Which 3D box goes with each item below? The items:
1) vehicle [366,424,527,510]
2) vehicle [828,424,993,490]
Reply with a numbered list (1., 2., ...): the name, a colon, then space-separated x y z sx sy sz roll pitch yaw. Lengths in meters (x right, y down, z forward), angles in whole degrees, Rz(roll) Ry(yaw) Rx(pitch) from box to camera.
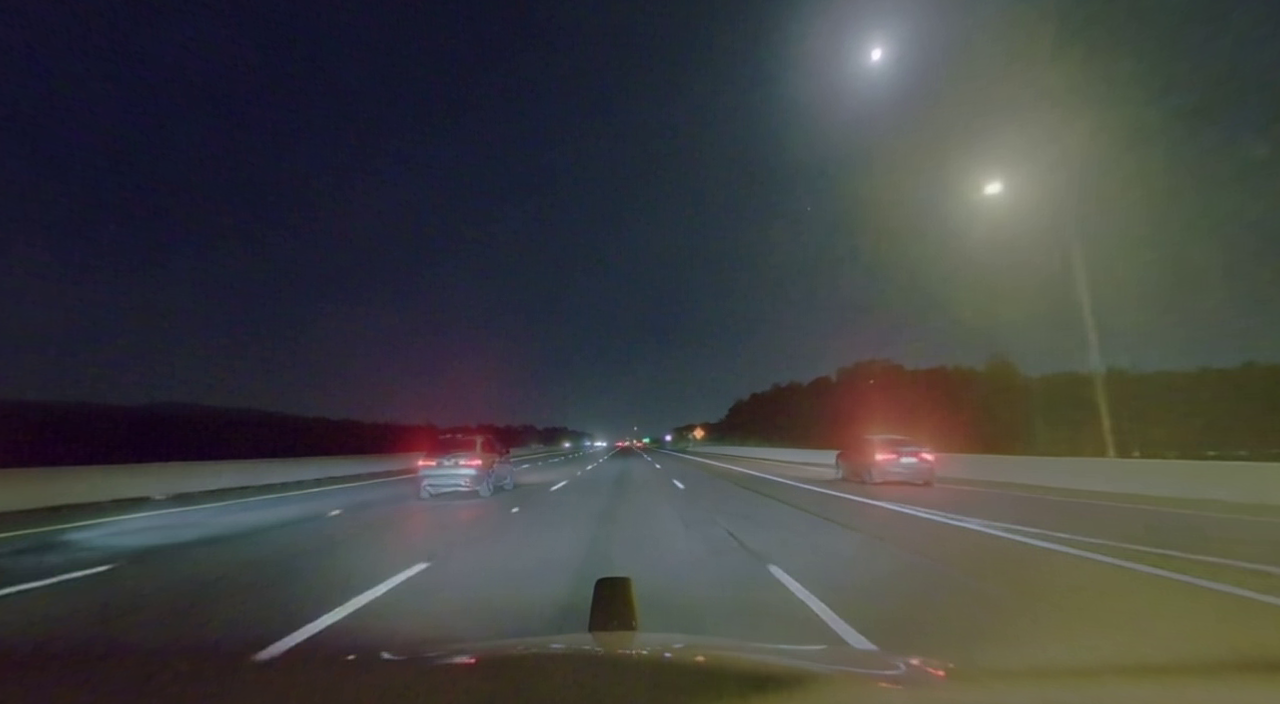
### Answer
1. vehicle: -4.258 2.609 14.934 2.200 1.662 5.091 0 -8 0
2. vehicle: 7.575 2.988 18.348 2.136 1.641 4.964 1 -8 -7
